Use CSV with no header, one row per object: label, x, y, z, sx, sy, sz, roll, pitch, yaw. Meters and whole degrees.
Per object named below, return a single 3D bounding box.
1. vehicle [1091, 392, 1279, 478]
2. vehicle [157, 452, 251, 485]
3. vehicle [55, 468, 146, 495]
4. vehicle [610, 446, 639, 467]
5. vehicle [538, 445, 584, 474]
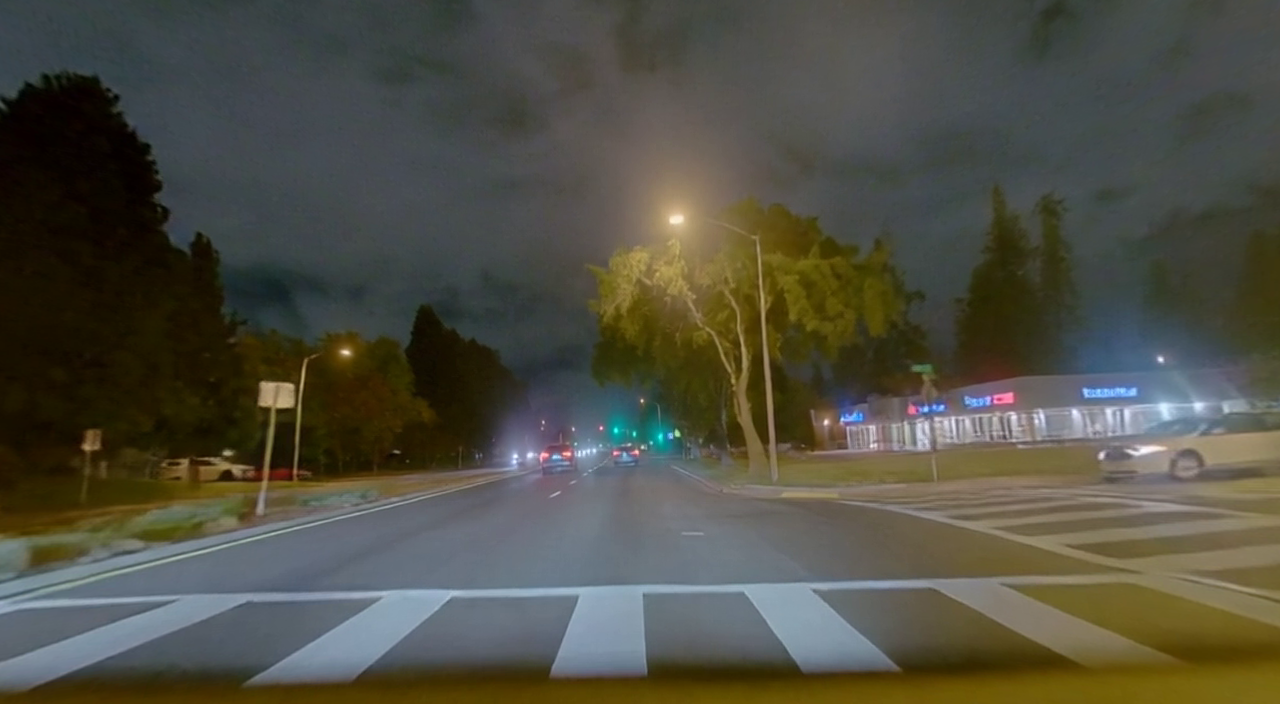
vehicle,15.114,2.118,16.063,5.230,2.007,2.410,0,-8,1
vehicle,-30.866,8.269,44.691,4.865,2.217,2.192,0,-8,-3
vehicle,-38.165,9.170,44.620,4.495,1.504,2.023,-3,-9,-5
vehicle,-1.178,8.088,48.915,2.187,1.478,4.138,0,-8,-1
vehicle,-4.277,5.902,34.744,2.083,1.460,4.527,0,-8,-1
